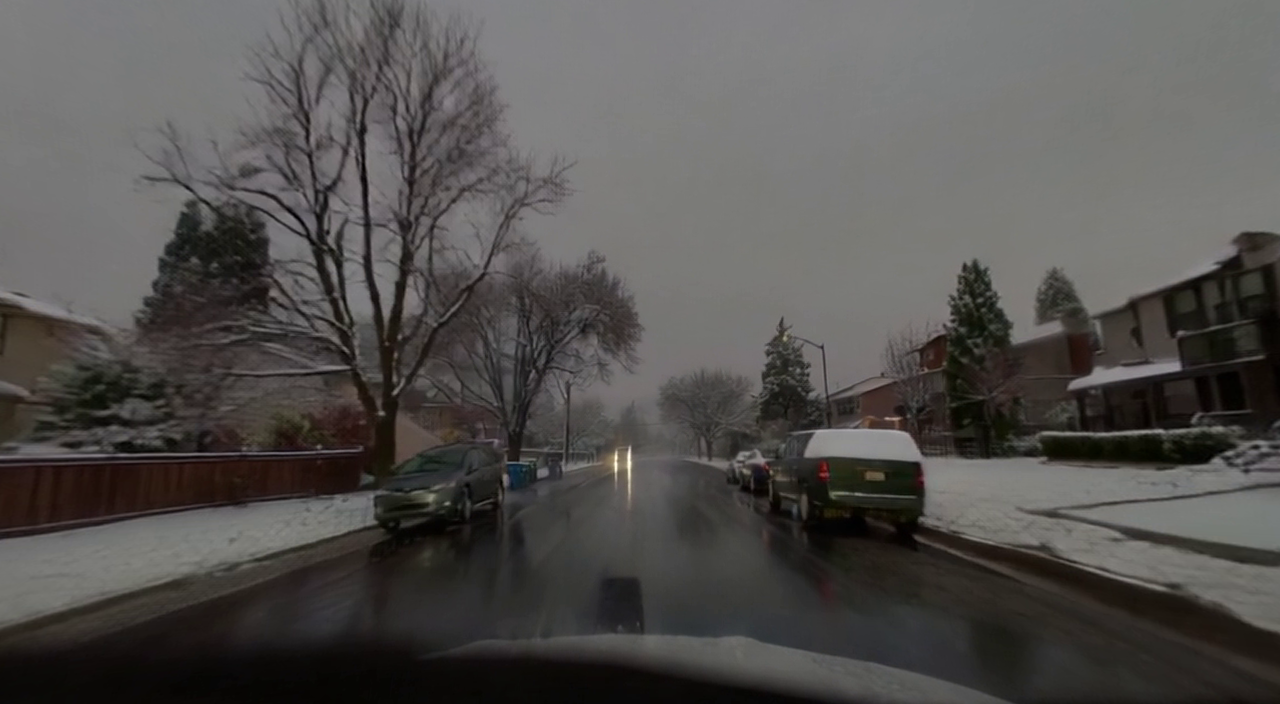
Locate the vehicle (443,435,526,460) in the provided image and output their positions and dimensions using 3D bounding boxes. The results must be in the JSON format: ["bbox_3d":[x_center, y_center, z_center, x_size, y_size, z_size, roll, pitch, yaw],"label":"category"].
[{"bbox_3d":[-12.054,7.457,49.242,5.863,1.773,2.451,0,-10,-2],"label":"vehicle"}]

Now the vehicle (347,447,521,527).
[{"bbox_3d":[-4.232,2.880,13.933,2.234,1.377,4.413,-2,-10,2],"label":"vehicle"}]

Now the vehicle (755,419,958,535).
[{"bbox_3d":[4.114,2.502,13.400,2.350,1.912,5.696,0,-9,1],"label":"vehicle"}]
